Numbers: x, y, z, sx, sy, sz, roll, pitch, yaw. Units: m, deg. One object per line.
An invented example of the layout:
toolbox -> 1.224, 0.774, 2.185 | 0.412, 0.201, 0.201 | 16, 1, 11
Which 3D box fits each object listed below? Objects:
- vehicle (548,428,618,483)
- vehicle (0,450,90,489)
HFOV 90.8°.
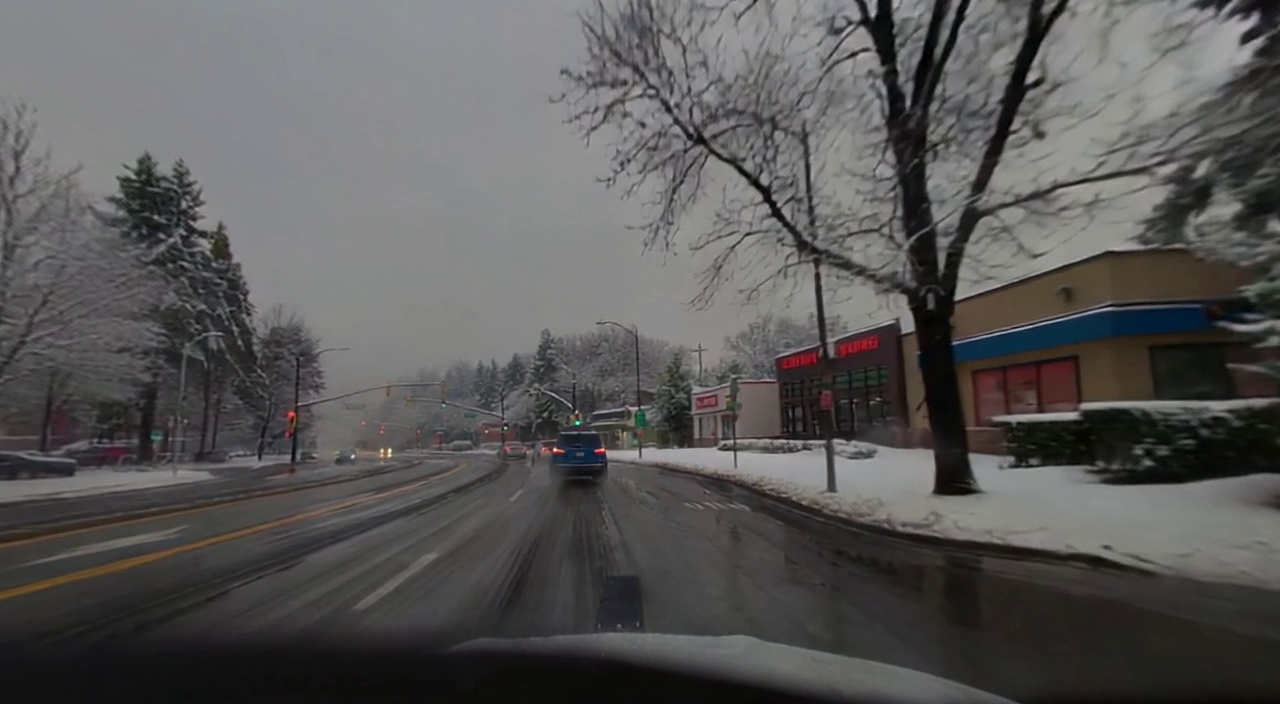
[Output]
vehicle -> -2.049, 3.577, 22.104 | 2.227, 1.733, 3.930 | 1, -8, -7
vehicle -> -31.390, 5.868, 31.664 | 5.060, 1.793, 2.403 | 2, -9, -14
